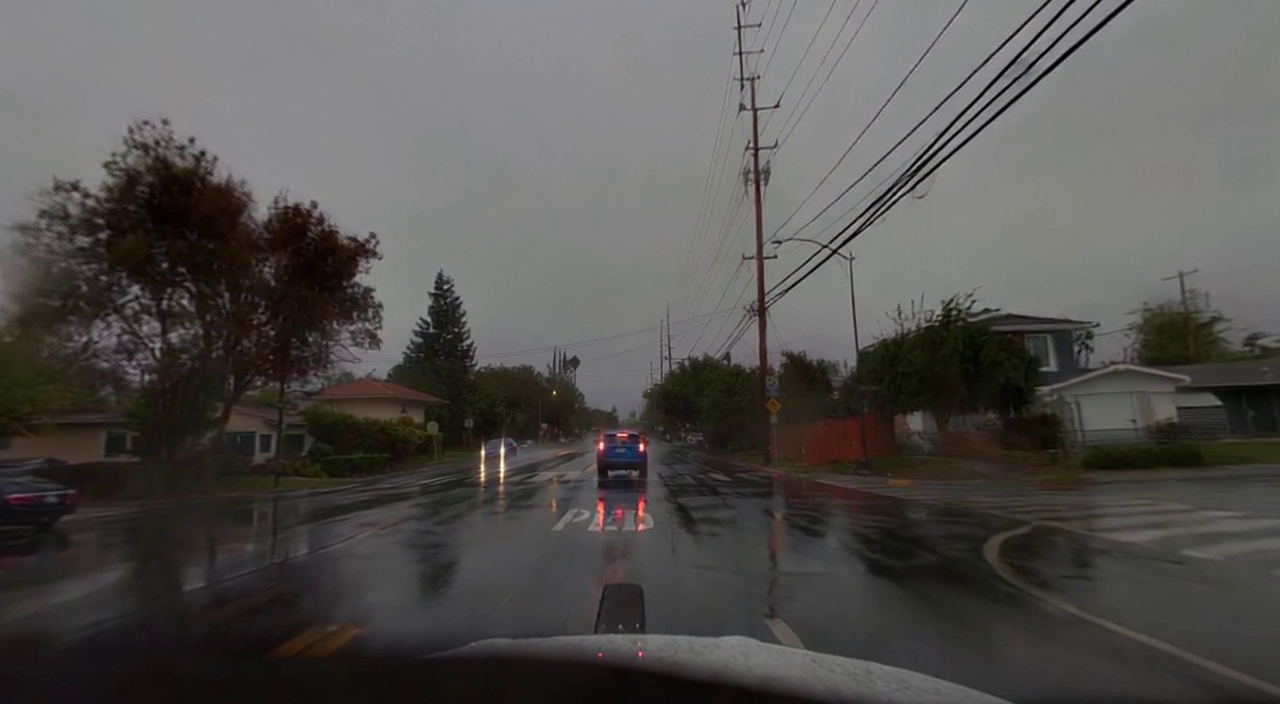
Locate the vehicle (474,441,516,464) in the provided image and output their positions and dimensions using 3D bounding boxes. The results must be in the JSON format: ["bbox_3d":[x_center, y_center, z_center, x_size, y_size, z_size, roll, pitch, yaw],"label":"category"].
[{"bbox_3d":[-9.924,6.903,43.527,1.934,1.506,4.032,0,-8,-1],"label":"vehicle"}]

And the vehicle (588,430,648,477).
[{"bbox_3d":[-0.689,3.446,21.596,1.877,1.448,3.830,0,-8,0],"label":"vehicle"}]
